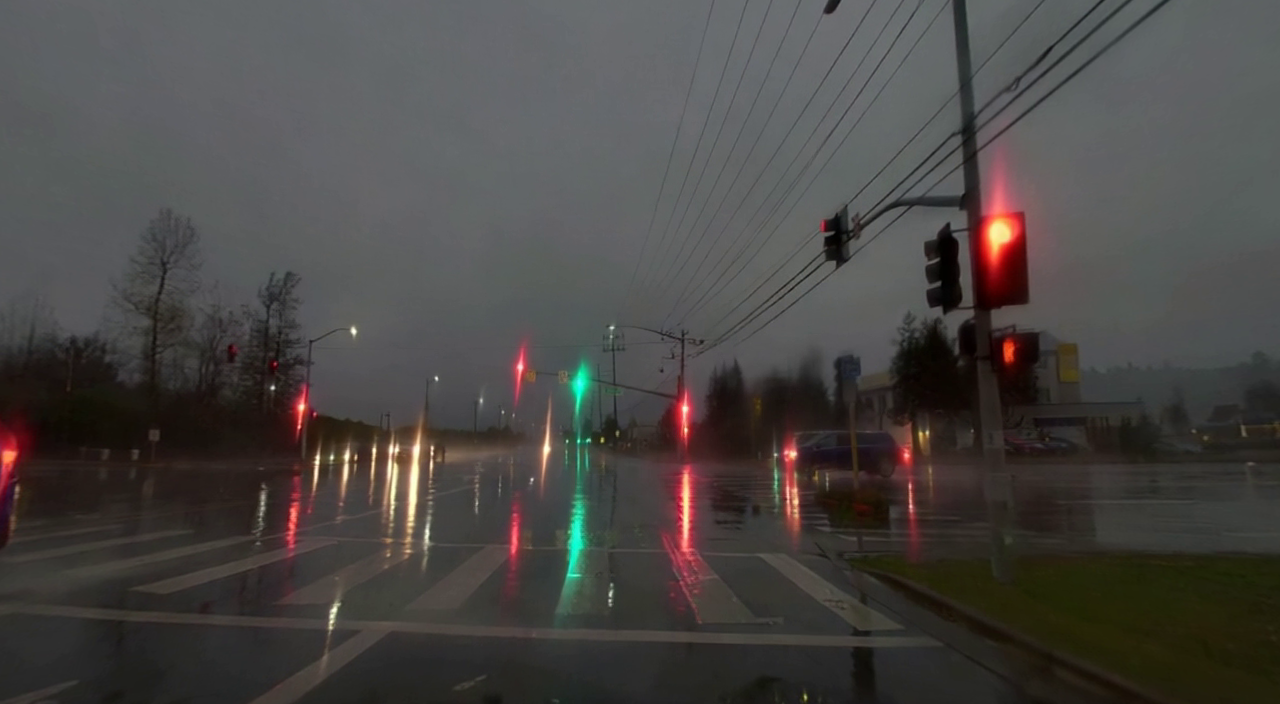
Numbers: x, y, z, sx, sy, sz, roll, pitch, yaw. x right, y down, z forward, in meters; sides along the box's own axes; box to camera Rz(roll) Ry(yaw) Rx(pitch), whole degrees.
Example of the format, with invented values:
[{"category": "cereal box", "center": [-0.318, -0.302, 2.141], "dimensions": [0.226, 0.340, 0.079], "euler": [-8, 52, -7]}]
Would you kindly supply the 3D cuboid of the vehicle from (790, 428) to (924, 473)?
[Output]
[{"category": "vehicle", "center": [8.706, 4.013, 25.722], "dimensions": [4.884, 1.714, 2.021], "euler": [-2, -9, 12]}]
